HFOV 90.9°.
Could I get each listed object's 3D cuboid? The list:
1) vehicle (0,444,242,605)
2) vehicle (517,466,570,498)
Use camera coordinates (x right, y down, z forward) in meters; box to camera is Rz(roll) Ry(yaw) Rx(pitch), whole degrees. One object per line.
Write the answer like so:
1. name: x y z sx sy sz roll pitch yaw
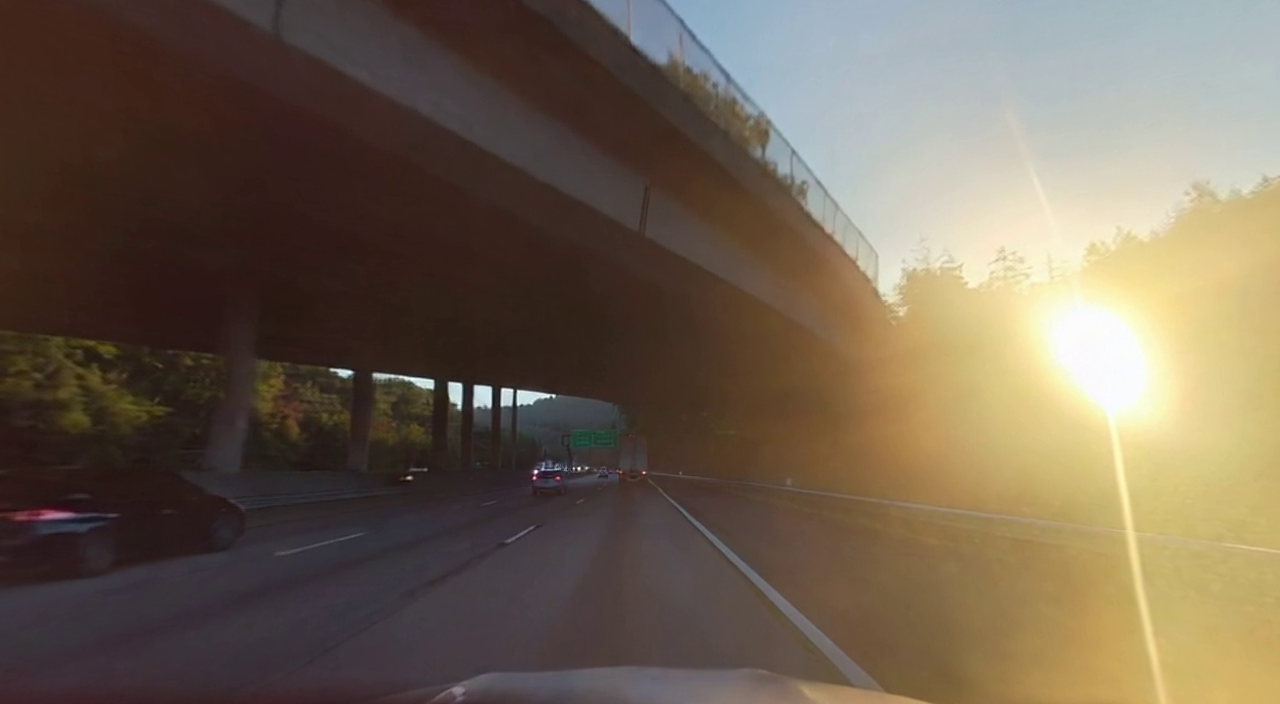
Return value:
1. vehicle: -7.504 2.086 8.220 1.899 1.615 4.097 1 -10 0
2. vehicle: -4.863 6.616 32.371 1.950 1.460 4.812 0 -10 0
